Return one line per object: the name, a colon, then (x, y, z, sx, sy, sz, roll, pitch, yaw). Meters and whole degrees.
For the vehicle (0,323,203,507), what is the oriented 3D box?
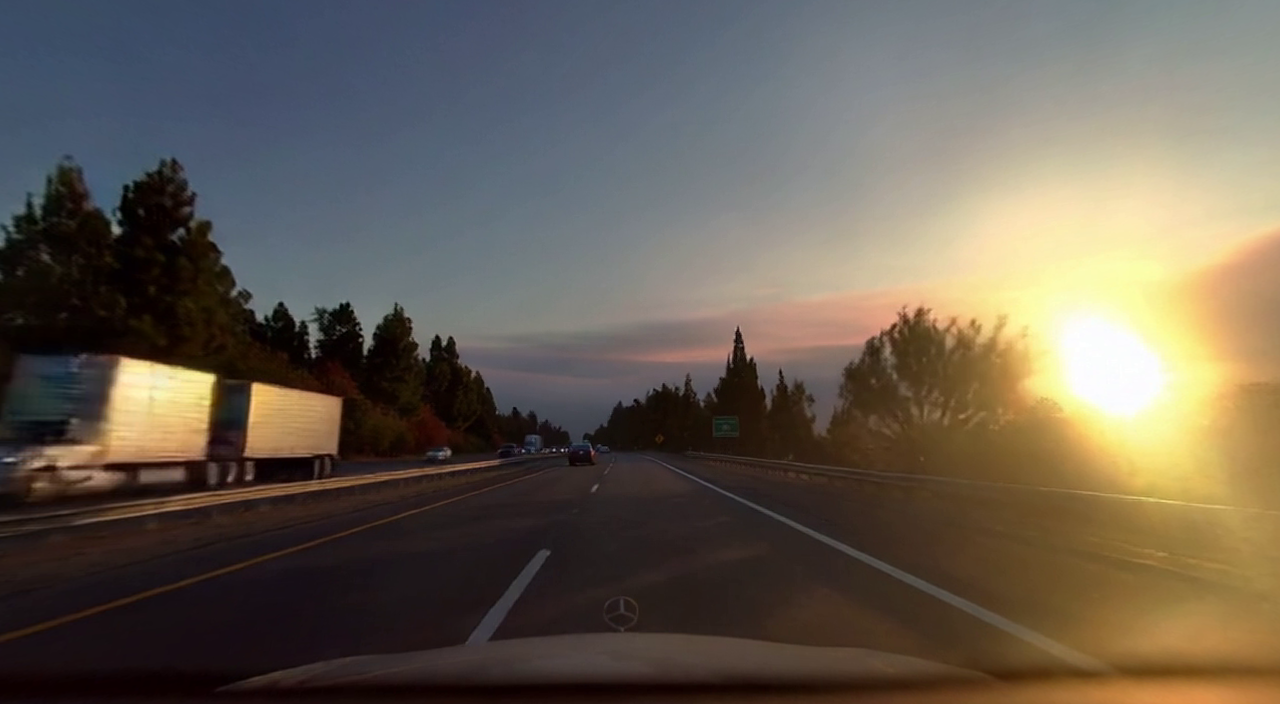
vehicle: (-16.359, 1.962, 18.141, 2.959, 4.473, 5.911, 0, -9, -1)

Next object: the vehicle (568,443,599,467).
vehicle: (-4.194, 7.710, 47.166, 2.098, 1.692, 4.038, 0, -9, -1)
